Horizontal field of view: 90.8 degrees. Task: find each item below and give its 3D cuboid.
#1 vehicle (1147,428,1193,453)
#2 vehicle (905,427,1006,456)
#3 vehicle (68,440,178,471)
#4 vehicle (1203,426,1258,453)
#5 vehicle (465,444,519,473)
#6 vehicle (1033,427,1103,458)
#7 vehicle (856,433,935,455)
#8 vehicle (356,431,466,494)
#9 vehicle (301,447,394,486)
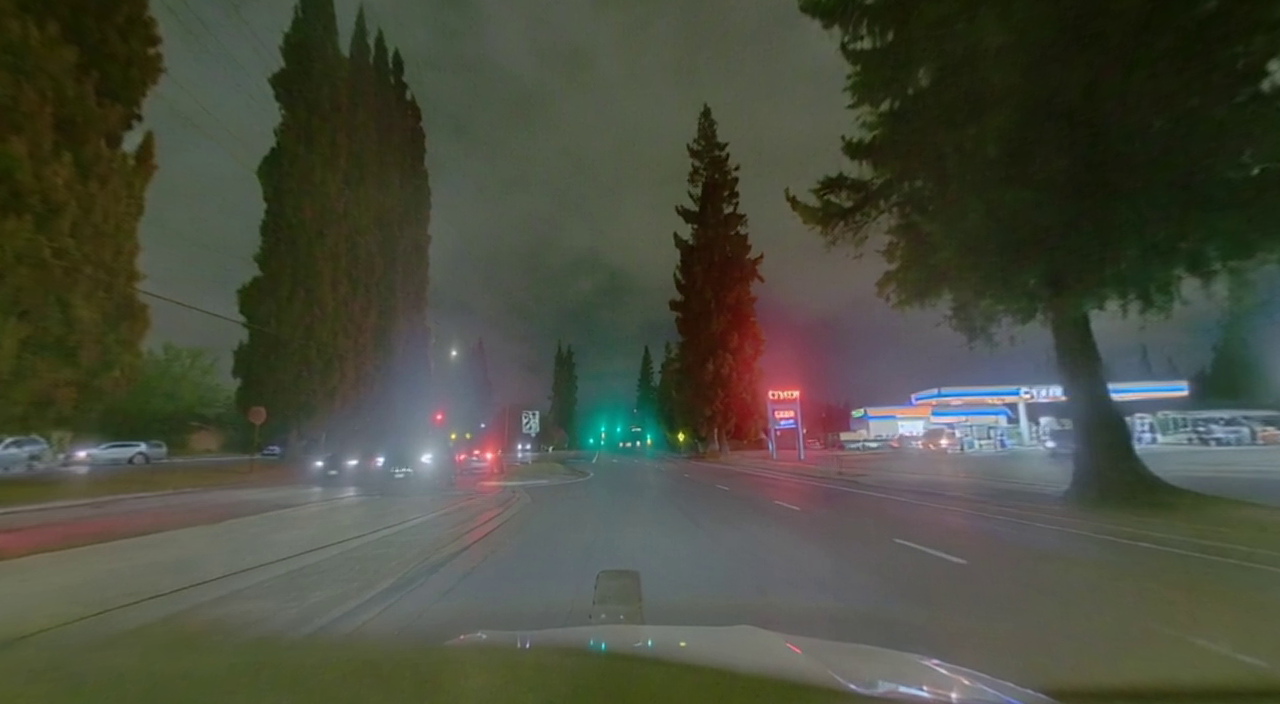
[{"bbox_3d":[32.498,5.441,38.819,1.894,1.434,4.308,-7,-11,37],"label":"vehicle"},{"bbox_3d":[18.884,5.373,37.943,4.868,1.610,2.223,0,-8,-2],"label":"vehicle"},{"bbox_3d":[-28.998,5.807,35.654,4.390,1.665,1.934,4,-10,-27],"label":"vehicle"},{"bbox_3d":[34.525,5.126,37.029,1.969,1.482,4.815,-7,-11,39],"label":"vehicle"},{"bbox_3d":[-7.991,5.754,34.433,1.982,1.465,4.376,0,-8,-2],"label":"vehicle"},{"bbox_3d":[21.372,4.502,31.471,1.916,1.434,4.557,-9,-12,44],"label":"vehicle"},{"bbox_3d":[18.467,6.653,45.714,4.800,1.459,2.051,0,-9,-6],"label":"vehicle"},{"bbox_3d":[-7.070,3.444,20.075,1.987,1.747,4.545,0,-8,-3],"label":"vehicle"},{"bbox_3d":[-12.233,4.766,26.789,1.950,1.471,4.557,0,-8,-3],"label":"vehicle"}]
